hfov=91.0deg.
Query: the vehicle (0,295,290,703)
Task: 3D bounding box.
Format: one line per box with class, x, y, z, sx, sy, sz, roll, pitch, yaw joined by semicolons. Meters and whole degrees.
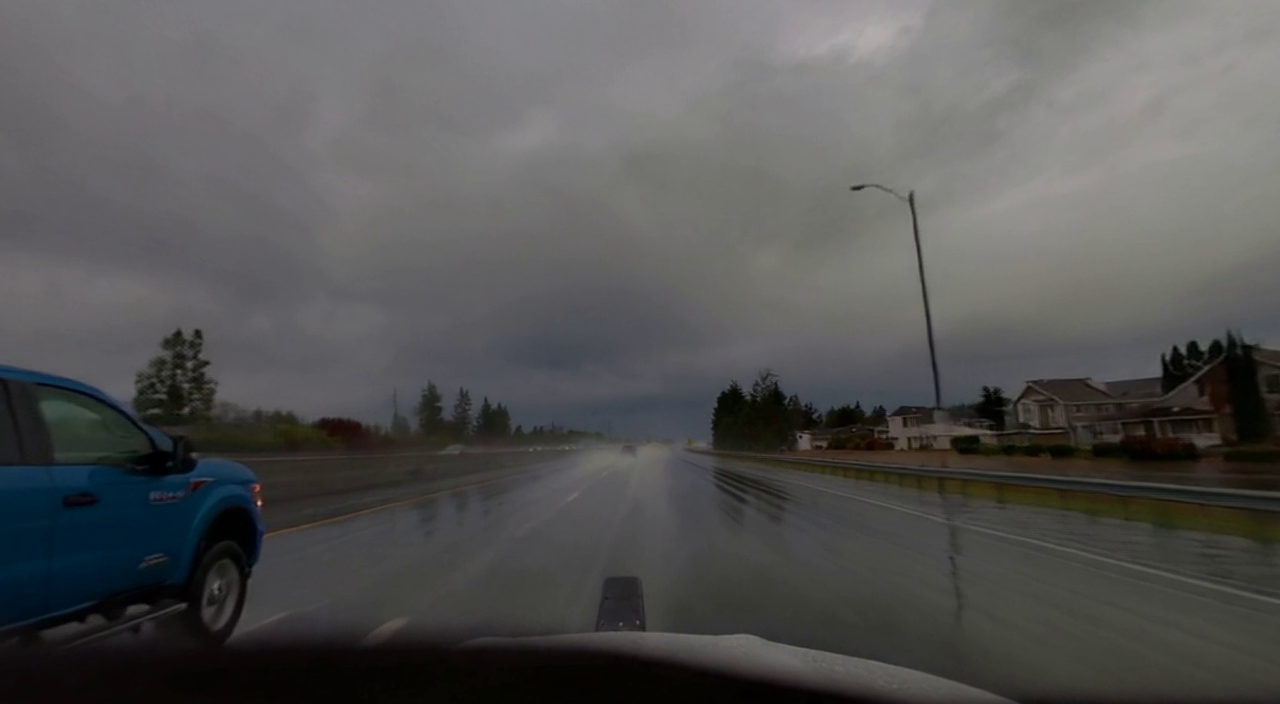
vehicle;-3.561;0.603;1.703;2.202;1.836;5.009;0;-9;2
